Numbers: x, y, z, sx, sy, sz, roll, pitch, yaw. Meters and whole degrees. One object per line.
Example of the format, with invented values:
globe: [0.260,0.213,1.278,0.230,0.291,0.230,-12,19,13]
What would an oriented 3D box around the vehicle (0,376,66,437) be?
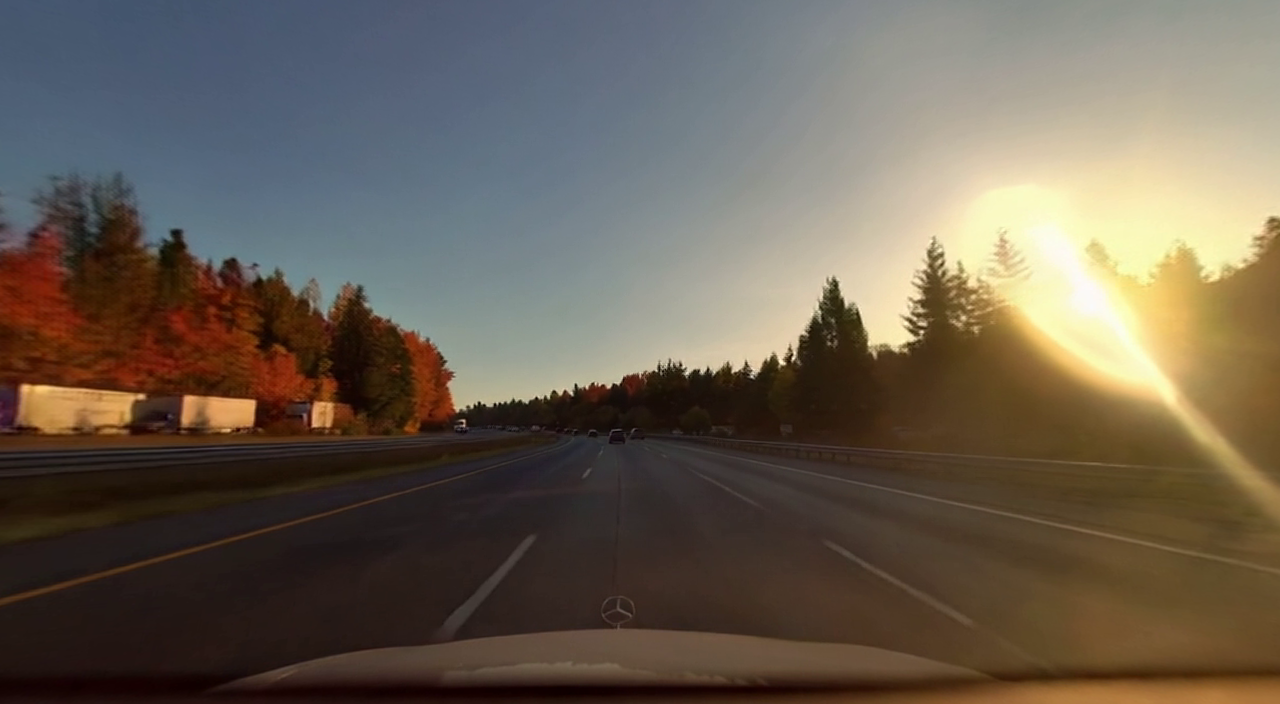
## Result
vehicle: [-45.695,4.204,46.394,9.567,3.736,3.211,-8,-14,40]
